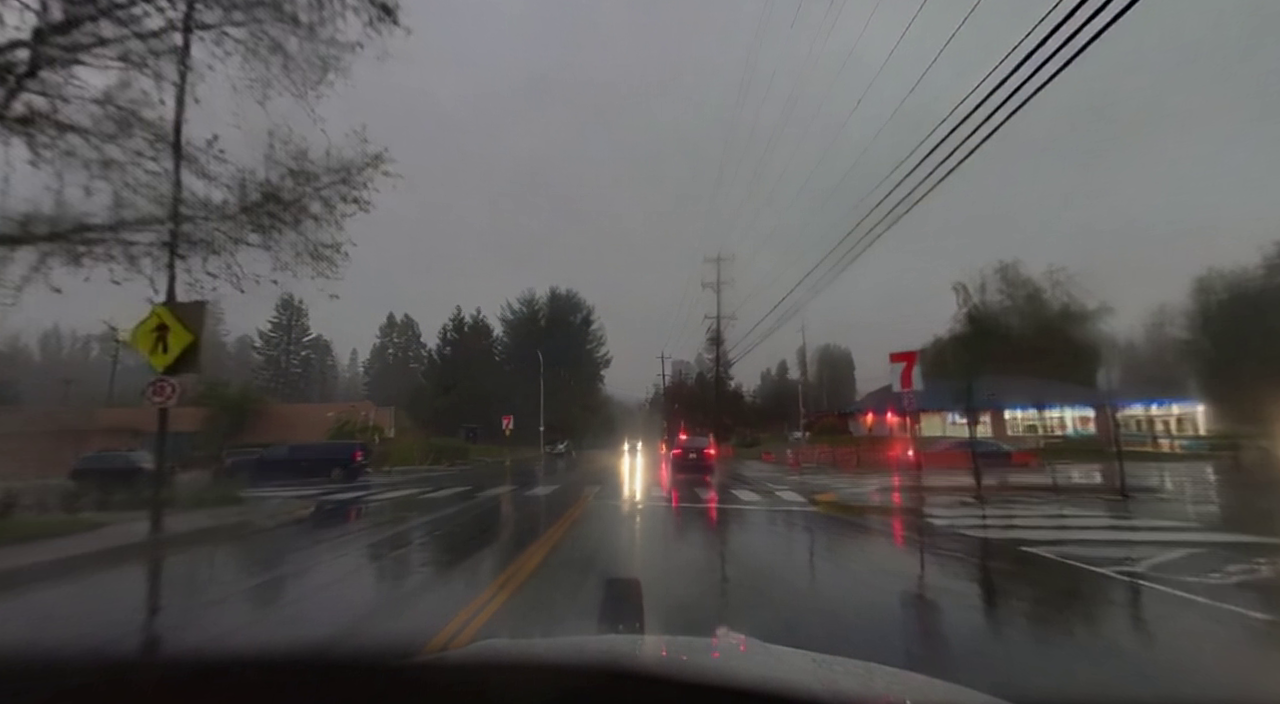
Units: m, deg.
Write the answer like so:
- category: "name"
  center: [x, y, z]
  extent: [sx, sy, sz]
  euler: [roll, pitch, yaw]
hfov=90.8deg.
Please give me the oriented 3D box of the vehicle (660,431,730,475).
- category: "vehicle"
  center: [2.499, 4.799, 30.293]
  extent: [2.553, 1.868, 5.536]
  euler: [0, -8, -3]

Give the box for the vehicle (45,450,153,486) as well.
- category: "vehicle"
  center: [-29.218, 6.249, 34.356]
  extent: [2.085, 1.763, 4.658]
  euler: [1, -8, -6]

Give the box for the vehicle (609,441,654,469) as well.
- category: "vehicle"
  center: [-0.514, 5.566, 34.383]
  extent: [1.874, 1.427, 3.976]
  euler: [1, -9, -9]

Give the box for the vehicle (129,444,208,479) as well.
- category: "vehicle"
  center: [-30.287, 7.002, 40.767]
  extent: [2.087, 2.103, 4.490]
  euler: [1, -8, -8]

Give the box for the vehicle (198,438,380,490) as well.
- category: "vehicle"
  center: [-13.817, 4.428, 25.249]
  extent: [5.866, 1.904, 2.197]
  euler: [1, -8, -6]

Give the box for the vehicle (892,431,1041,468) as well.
- category: "vehicle"
  center: [13.035, 3.933, 25.468]
  extent: [4.872, 1.400, 1.955]
  euler: [-1, -8, 3]
